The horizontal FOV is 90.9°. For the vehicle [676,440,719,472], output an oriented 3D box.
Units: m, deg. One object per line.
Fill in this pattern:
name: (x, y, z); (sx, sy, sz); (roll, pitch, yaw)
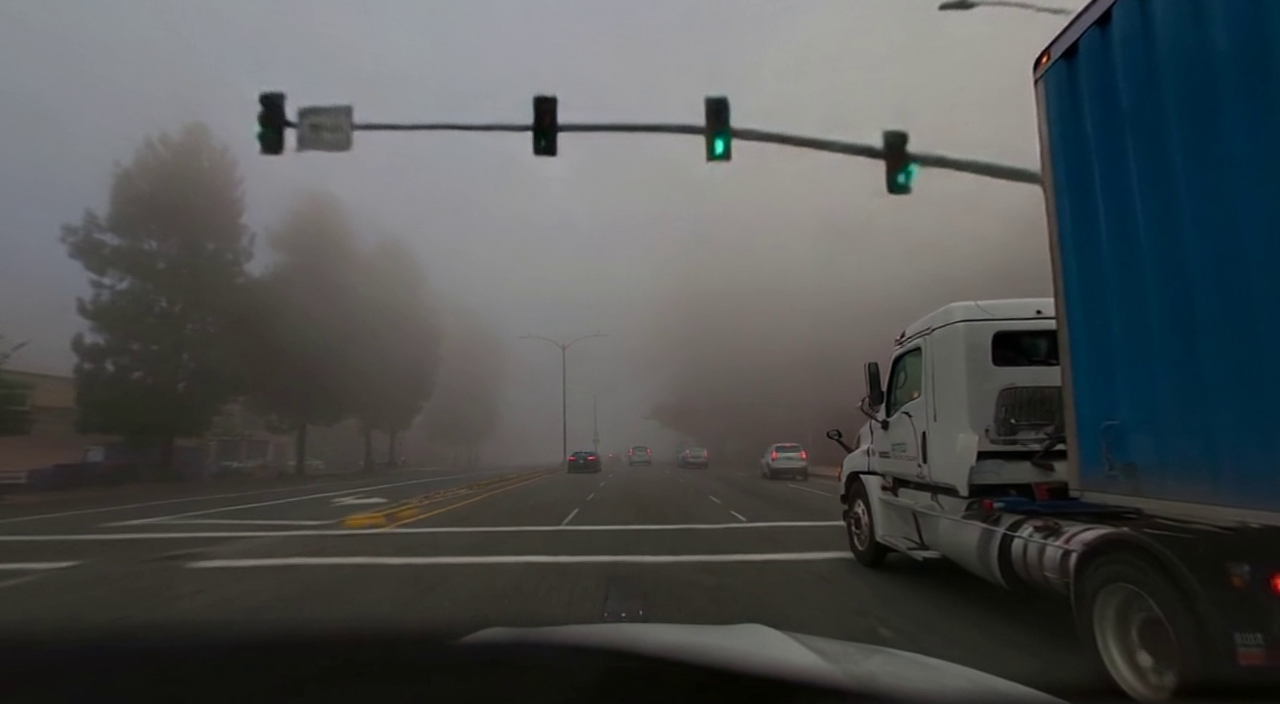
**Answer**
vehicle: (3.567, 6.530, 39.743); (2.196, 1.908, 4.412); (0, -9, -1)

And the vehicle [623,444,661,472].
vehicle: (0.114, 6.759, 40.328); (2.276, 1.704, 3.925); (0, -9, 0)

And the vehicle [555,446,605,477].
vehicle: (-3.144, 5.865, 33.931); (2.211, 1.537, 4.666); (-1, -9, 0)

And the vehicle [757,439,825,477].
vehicle: (7.701, 5.444, 32.671); (2.174, 1.793, 5.061); (0, -9, -1)

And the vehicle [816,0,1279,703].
vehicle: (3.783, -0.079, 3.715); (3.006, 3.679, 8.506); (-1, -9, 0)
